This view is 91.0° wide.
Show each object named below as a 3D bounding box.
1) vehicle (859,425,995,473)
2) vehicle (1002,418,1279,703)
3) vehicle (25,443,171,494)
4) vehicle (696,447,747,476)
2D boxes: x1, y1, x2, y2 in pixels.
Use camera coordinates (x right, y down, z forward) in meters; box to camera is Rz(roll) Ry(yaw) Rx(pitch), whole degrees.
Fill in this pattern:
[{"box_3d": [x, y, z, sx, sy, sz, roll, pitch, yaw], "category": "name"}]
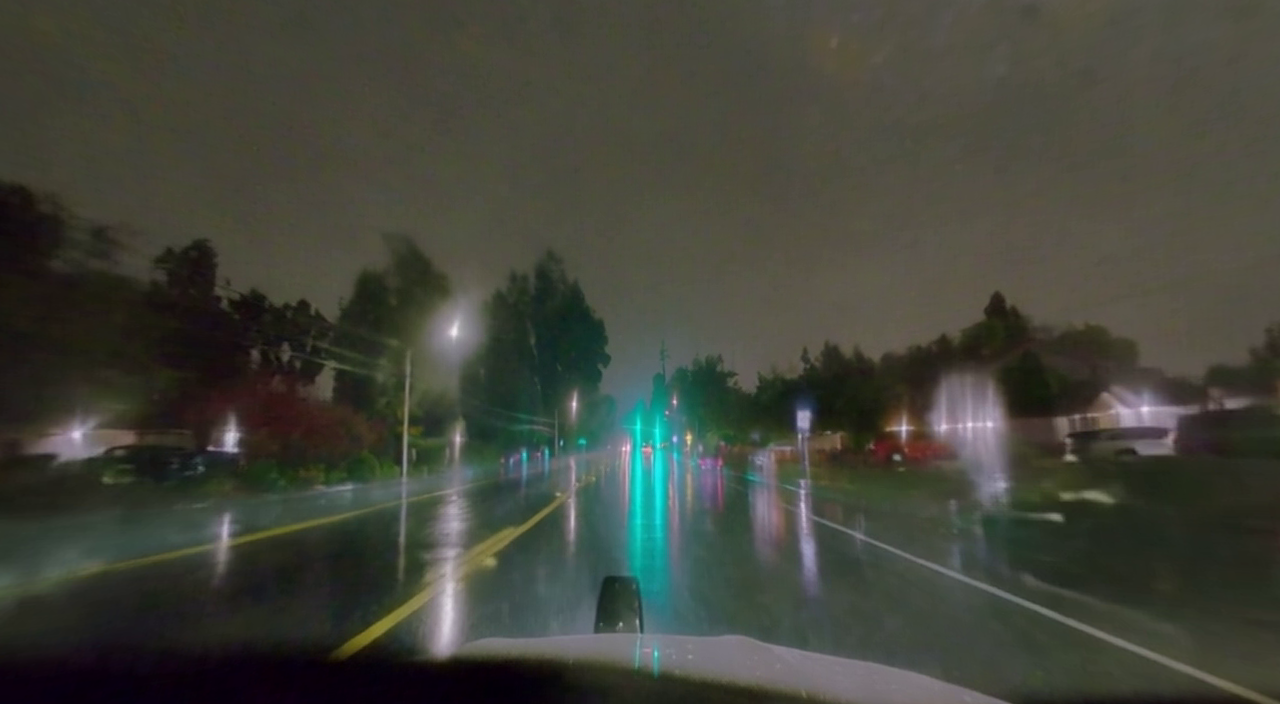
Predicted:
[{"box_3d": [12.527, 4.268, 27.785, 4.857, 1.987, 2.296, 0, -9, 0], "category": "vehicle"}, {"box_3d": [4.560, 1.096, 3.095, 2.154, 1.550, 5.785, 0, -9, 0], "category": "vehicle"}, {"box_3d": [-21.648, 4.622, 25.280, 4.052, 1.641, 1.939, -4, -7, -2], "category": "vehicle"}, {"box_3d": [4.518, 6.144, 35.640, 1.968, 1.467, 5.107, 0, -9, -3], "category": "vehicle"}]
